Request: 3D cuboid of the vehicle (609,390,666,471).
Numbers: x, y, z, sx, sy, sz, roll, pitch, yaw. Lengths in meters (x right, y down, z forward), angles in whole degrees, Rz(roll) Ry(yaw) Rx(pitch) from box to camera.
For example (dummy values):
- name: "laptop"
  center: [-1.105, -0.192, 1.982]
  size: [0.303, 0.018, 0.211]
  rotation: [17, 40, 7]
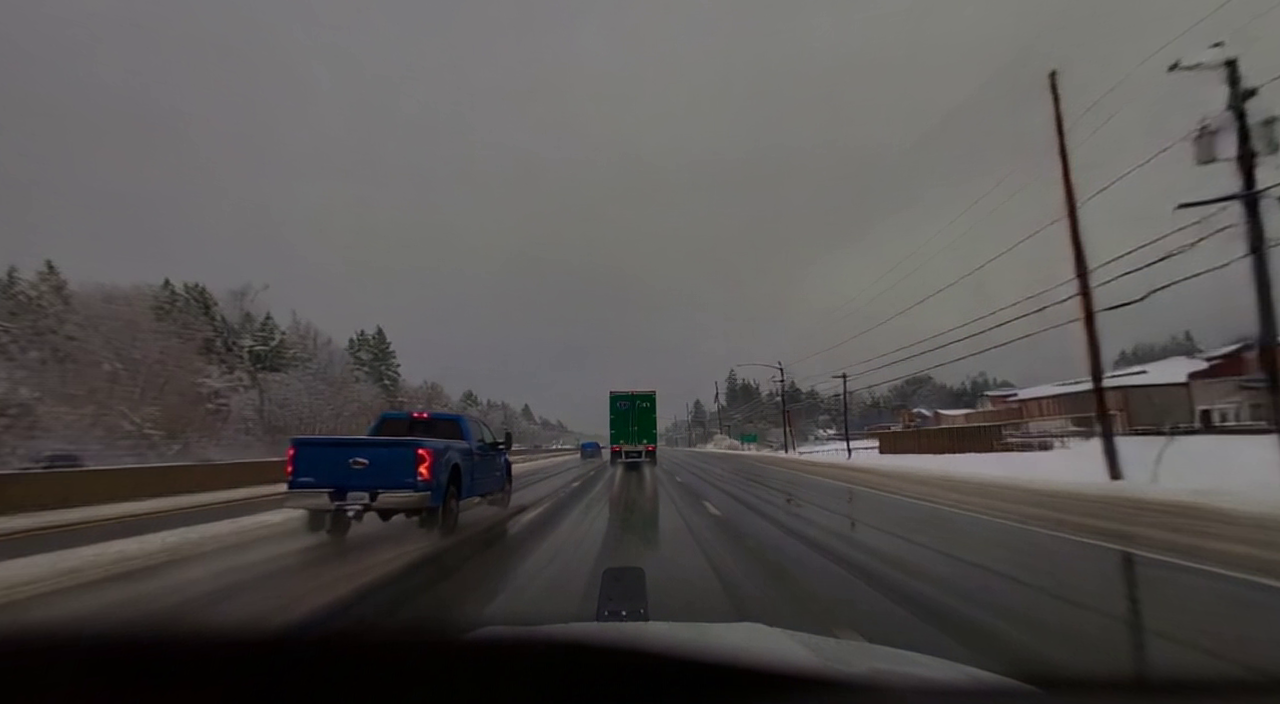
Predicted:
- name: "vehicle"
  center: [-0.141, 4.914, 38.559]
  size: [2.879, 4.085, 13.125]
  rotation: [0, -8, 0]

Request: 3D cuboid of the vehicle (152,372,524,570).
- name: "vehicle"
  center: [-3.889, 1.762, 10.198]
  size: [2.749, 2.141, 6.515]
  rotation: [0, -8, 0]

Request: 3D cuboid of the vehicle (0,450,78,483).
- name: "vehicle"
  center: [-33.652, 6.154, 34.081]
  size: [1.841, 1.605, 5.098]
  rotation: [0, -8, 1]
